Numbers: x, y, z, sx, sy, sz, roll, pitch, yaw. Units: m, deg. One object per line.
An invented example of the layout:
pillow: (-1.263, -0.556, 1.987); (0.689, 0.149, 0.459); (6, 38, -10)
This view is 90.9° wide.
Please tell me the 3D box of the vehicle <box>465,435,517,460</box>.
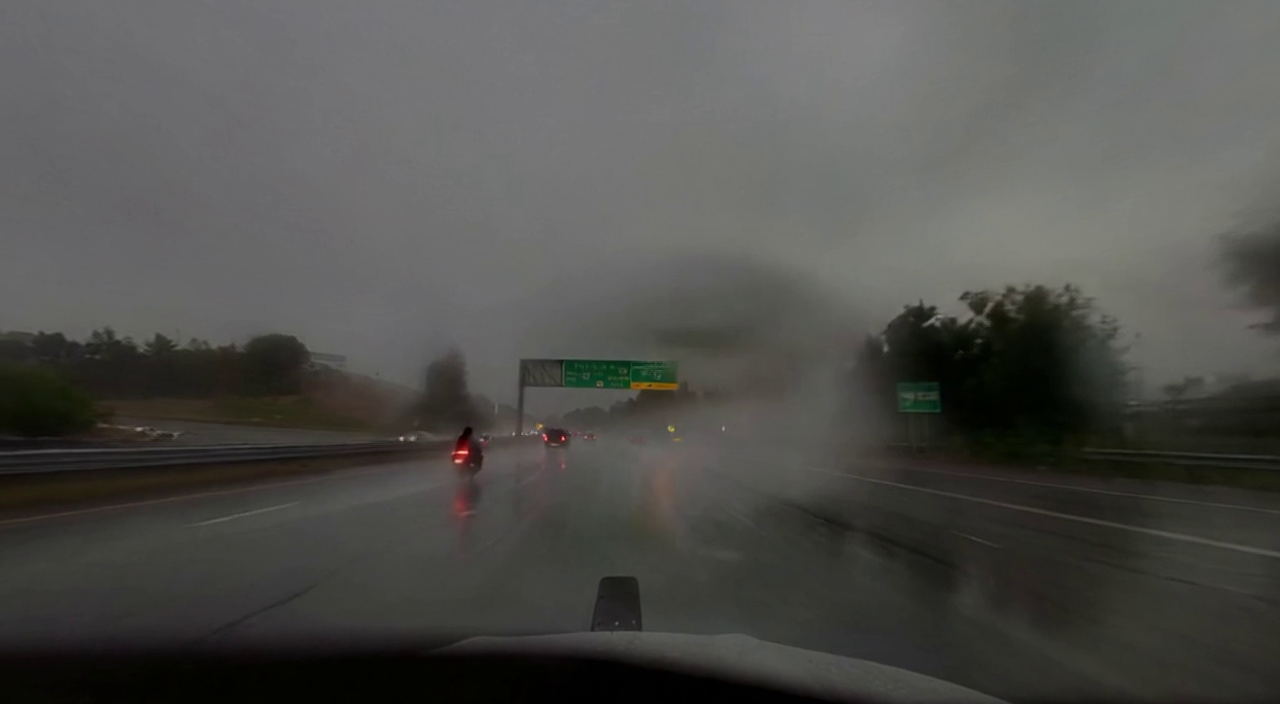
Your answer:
vehicle: (-8.862, 5.713, 37.962); (2.053, 1.409, 4.704); (0, -8, -1)
